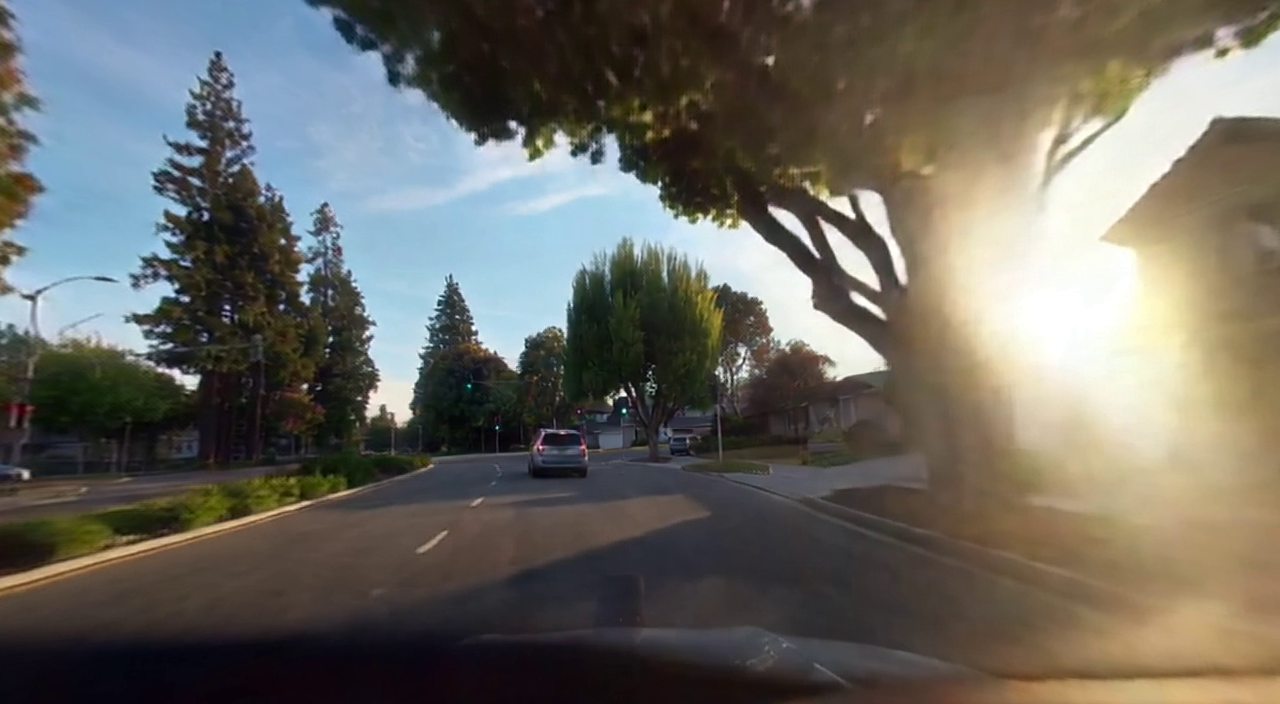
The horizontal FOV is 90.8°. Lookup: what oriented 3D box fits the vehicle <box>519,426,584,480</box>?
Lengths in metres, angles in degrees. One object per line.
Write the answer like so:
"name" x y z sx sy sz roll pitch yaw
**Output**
"vehicle" -3.250 3.570 22.565 1.990 1.707 4.225 1 -9 -11
